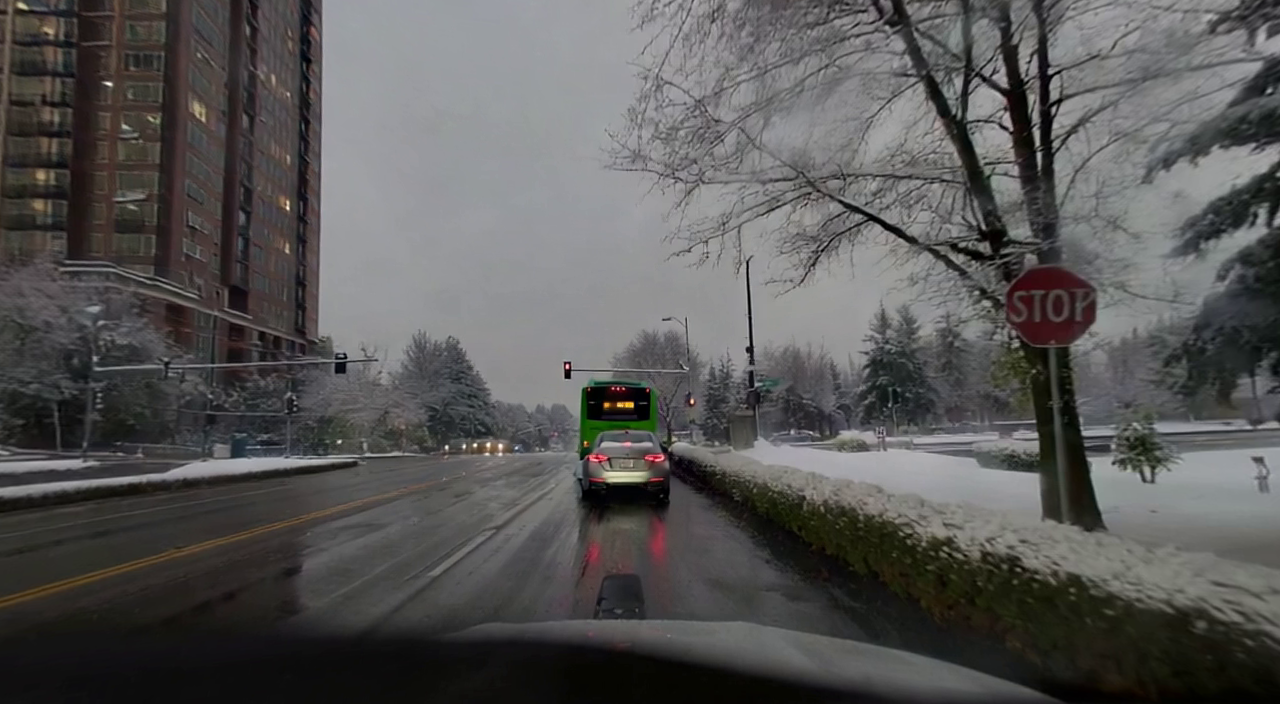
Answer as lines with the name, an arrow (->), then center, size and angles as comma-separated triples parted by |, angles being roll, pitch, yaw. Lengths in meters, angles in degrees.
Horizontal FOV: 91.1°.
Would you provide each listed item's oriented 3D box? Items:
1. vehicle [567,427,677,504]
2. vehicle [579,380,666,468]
vehicle -> -0.385, 2.410, 13.887 | 2.064, 1.452, 3.942 | 0, -8, -1
vehicle -> -0.374, 3.453, 29.104 | 2.900, 3.182, 12.613 | 0, -8, 3
